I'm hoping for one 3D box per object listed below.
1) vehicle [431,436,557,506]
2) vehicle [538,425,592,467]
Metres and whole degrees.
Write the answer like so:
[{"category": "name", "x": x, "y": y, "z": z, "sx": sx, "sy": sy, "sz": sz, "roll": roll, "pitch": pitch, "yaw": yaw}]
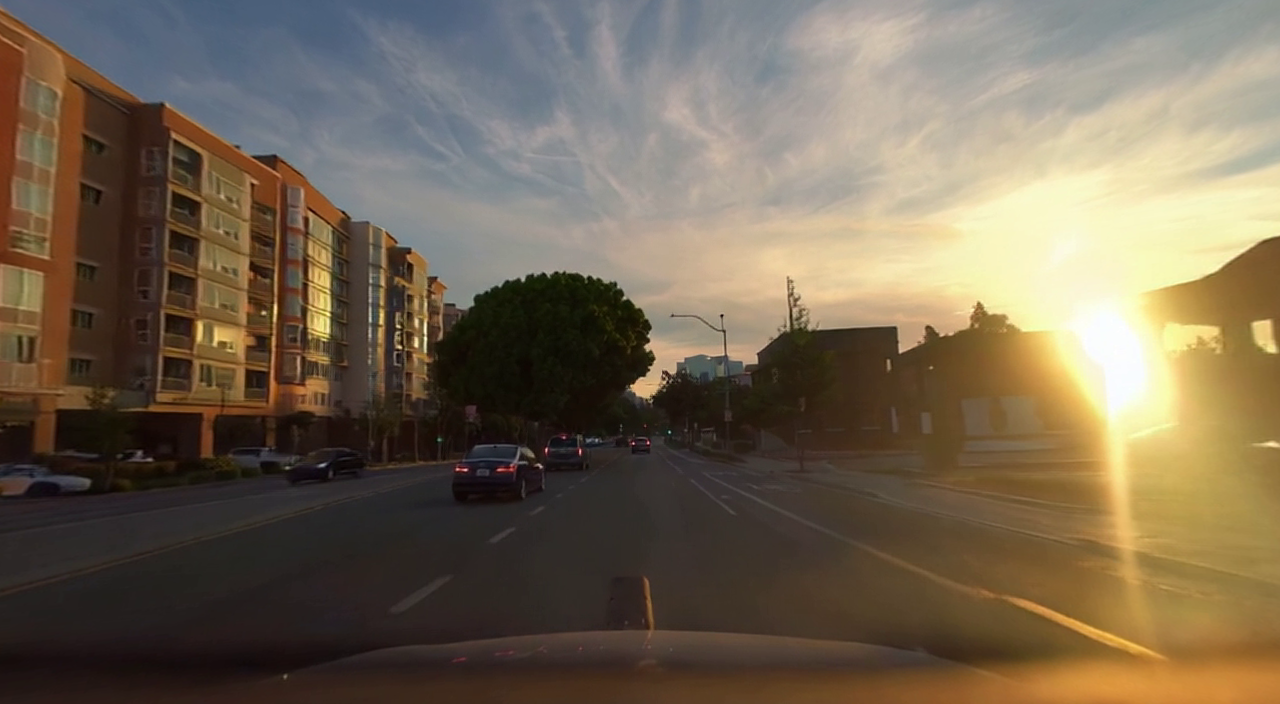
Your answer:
[{"category": "vehicle", "x": -3.286, "y": 2.760, "z": 15.105, "sx": 1.959, "sy": 1.406, "sz": 4.272, "roll": 0, "pitch": -8, "yaw": 1}, {"category": "vehicle", "x": -3.764, "y": 4.838, "z": 32.341, "sx": 2.152, "sy": 1.987, "sz": 4.527, "roll": 0, "pitch": -8, "yaw": 1}]
